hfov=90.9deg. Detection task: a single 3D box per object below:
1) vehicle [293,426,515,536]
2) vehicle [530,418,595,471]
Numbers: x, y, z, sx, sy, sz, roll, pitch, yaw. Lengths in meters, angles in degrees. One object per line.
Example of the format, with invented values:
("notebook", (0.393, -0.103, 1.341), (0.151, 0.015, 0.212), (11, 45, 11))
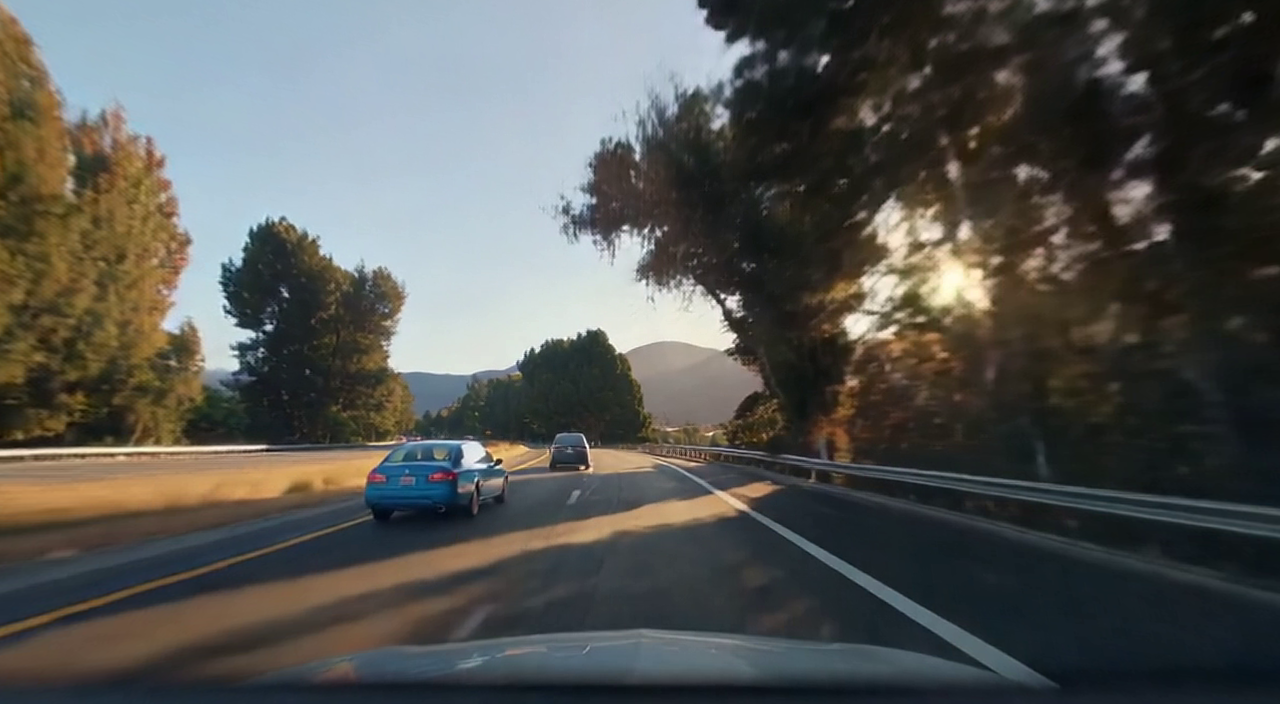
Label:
("vehicle", (-3.784, 2.142, 11.211), (2.097, 1.511, 4.585), (-1, -8, 1))
("vehicle", (-3.472, 4.301, 29.498), (2.444, 2.204, 5.568), (0, -8, -1))
